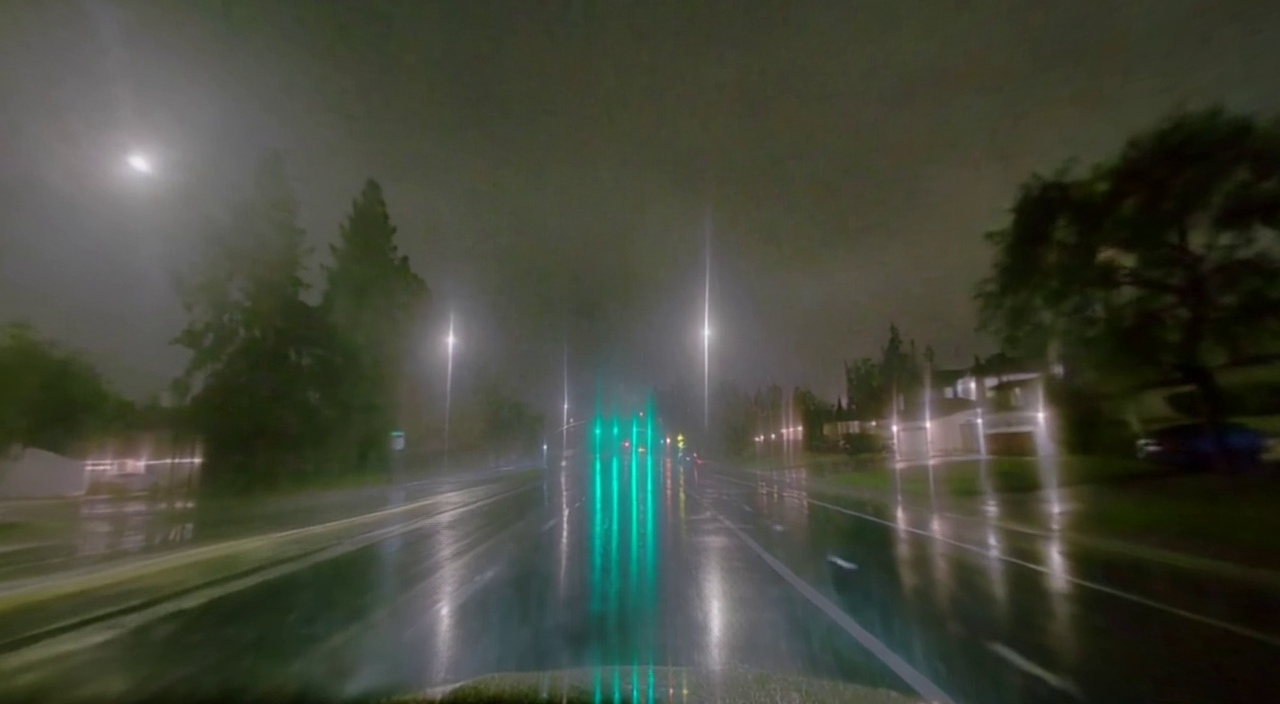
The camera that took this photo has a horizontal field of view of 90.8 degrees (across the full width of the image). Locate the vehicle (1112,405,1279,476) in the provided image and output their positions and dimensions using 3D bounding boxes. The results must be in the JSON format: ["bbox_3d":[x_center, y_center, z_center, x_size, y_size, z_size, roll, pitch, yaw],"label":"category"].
[{"bbox_3d":[16.281,2.374,17.394,4.843,1.594,2.127,-4,-9,-3],"label":"vehicle"}]

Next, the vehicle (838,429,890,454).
[{"bbox_3d":[15.030,6.095,42.698,1.908,1.610,4.582,0,-9,2],"label":"vehicle"}]

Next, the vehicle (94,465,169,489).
[{"bbox_3d":[-34.122,8.386,42.530,1.774,1.430,4.131,0,-9,-5],"label":"vehicle"}]
